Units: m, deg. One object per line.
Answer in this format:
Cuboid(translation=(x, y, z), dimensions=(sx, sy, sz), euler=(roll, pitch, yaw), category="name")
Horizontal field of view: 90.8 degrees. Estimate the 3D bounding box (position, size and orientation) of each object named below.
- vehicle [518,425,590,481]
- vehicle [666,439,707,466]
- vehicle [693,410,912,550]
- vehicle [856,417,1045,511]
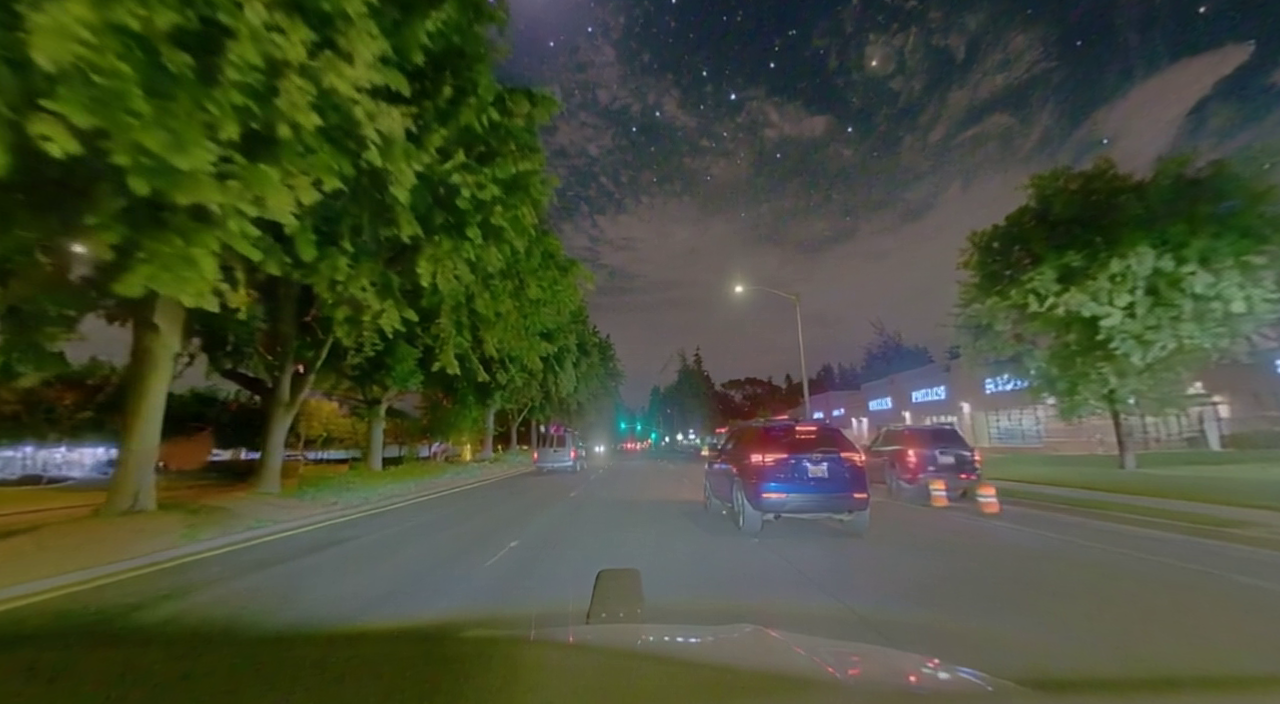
Cuboid(translation=(-3.430, 4.183, 26.415), dimensions=(2.357, 2.063, 5.488), euler=(0, -8, -1), category="vehicle")
Cuboid(translation=(2.724, 6.060, 38.118), dimensions=(1.953, 1.509, 4.186), euler=(0, -8, -2), category="vehicle")
Cuboid(translation=(2.246, 1.923, 10.154), dimensions=(2.168, 1.725, 4.192), euler=(0, -8, -3), category="vehicle")
Cuboid(translation=(6.875, 2.534, 14.718), dimensions=(1.945, 1.797, 4.591), euler=(0, -8, -1), category="vehicle")
